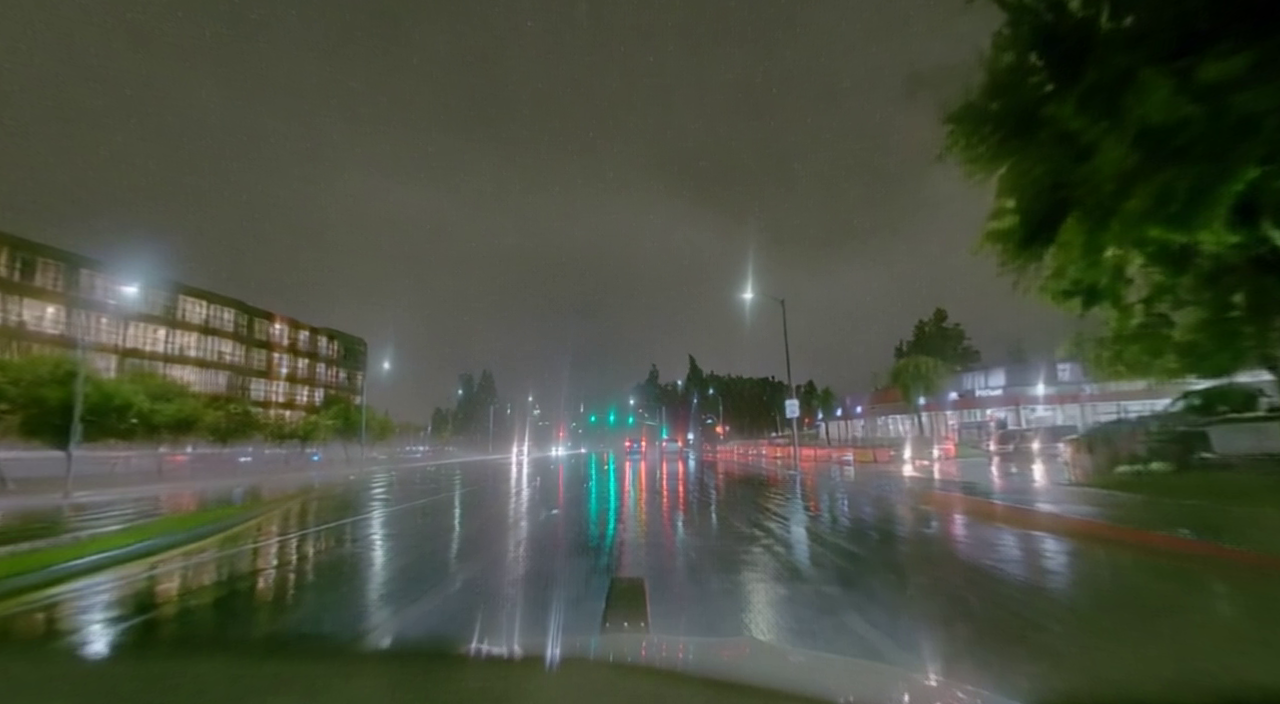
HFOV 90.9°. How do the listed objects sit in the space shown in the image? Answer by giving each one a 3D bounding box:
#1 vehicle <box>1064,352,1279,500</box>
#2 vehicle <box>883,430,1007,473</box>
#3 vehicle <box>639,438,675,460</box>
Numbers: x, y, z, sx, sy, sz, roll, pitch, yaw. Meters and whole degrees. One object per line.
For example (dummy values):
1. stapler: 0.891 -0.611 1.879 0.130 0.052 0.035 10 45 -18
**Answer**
1. vehicle: 15.578 1.923 16.303 6.641 3.391 3.387 0 -8 -2
2. vehicle: 12.288 4.000 25.759 1.948 1.466 4.520 -1 -7 -15
3. vehicle: 1.243 6.914 44.997 1.974 1.490 4.231 -2 -9 10
